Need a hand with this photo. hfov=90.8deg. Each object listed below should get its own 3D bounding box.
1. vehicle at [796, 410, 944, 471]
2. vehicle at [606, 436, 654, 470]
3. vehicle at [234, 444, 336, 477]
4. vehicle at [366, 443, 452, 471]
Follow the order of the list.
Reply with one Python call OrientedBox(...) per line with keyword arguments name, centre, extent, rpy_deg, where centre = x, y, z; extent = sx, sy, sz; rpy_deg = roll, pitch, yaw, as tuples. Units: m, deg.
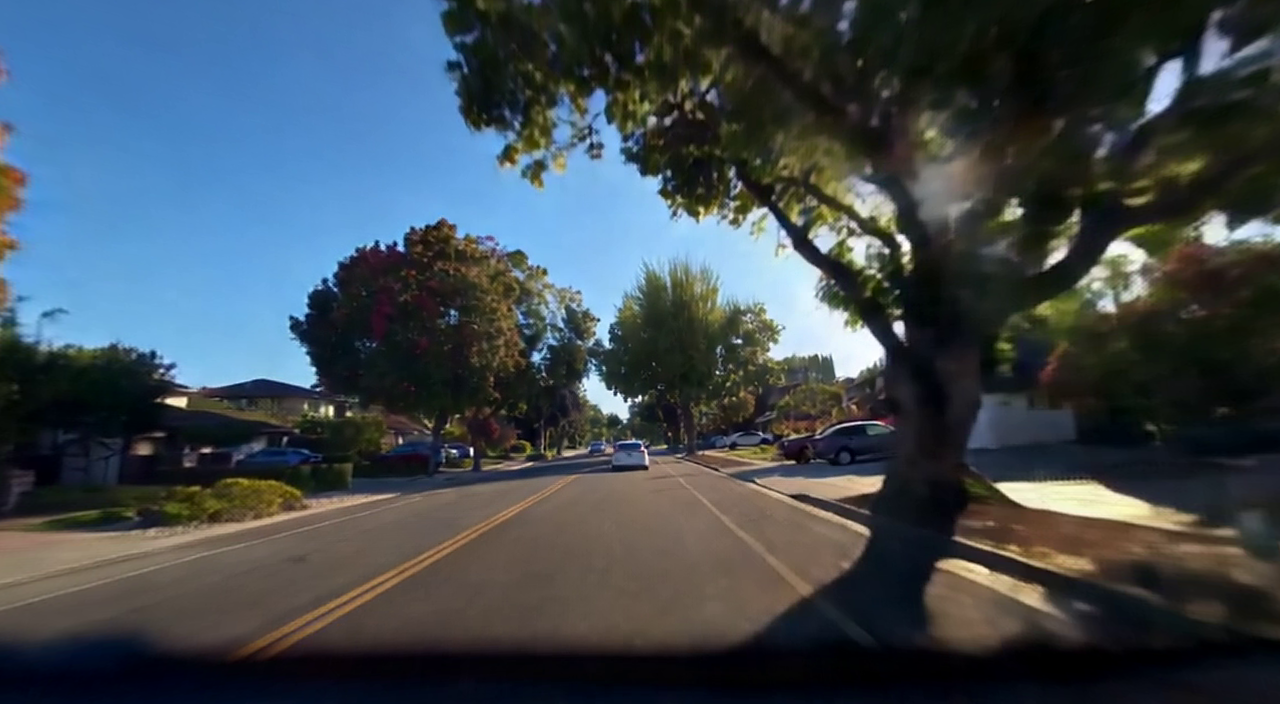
OrientedBox(name="vehicle", centre=(8.311, 3.235, 23.188), extent=(4.513, 1.617, 1.998), rpy_deg=(-7, -8, -1))
OrientedBox(name="vehicle", centre=(-0.409, 4.718, 29.649), extent=(2.098, 1.483, 4.099), rpy_deg=(0, -8, 0))
OrientedBox(name="vehicle", centre=(-17.077, 5.152, 30.347), extent=(4.608, 1.481, 1.890), rpy_deg=(-4, -9, 26))
OrientedBox(name="vehicle", centre=(-14.801, 6.756, 40.657), extent=(4.608, 1.743, 2.222), rpy_deg=(-1, -8, 7))
